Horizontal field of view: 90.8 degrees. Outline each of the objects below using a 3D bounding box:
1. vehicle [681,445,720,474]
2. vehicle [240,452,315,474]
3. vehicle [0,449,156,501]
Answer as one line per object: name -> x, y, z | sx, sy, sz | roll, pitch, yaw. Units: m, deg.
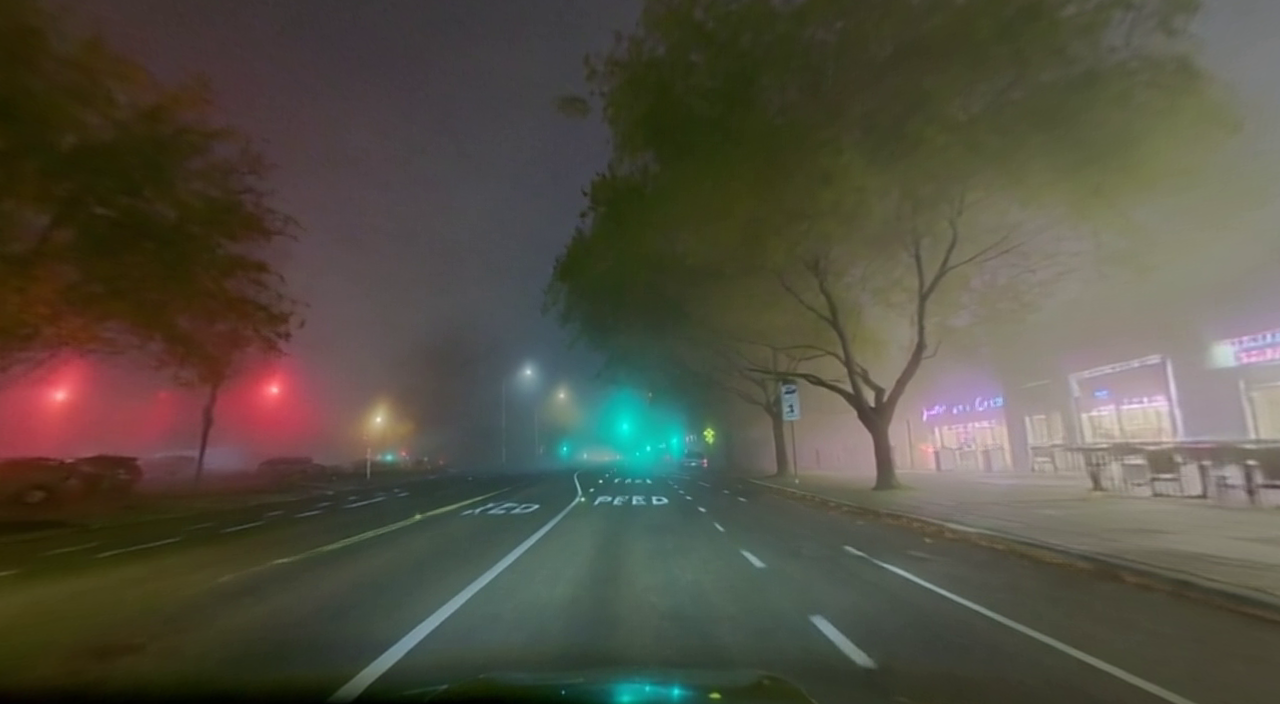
vehicle -> 3.847, 6.906, 40.941 | 1.957, 1.753, 4.413 | 1, -8, -2
vehicle -> -26.209, 8.058, 45.834 | 4.402, 1.449, 1.880 | 4, -8, -19
vehicle -> -20.055, 4.312, 22.585 | 1.981, 1.510, 4.439 | 1, -7, 0
